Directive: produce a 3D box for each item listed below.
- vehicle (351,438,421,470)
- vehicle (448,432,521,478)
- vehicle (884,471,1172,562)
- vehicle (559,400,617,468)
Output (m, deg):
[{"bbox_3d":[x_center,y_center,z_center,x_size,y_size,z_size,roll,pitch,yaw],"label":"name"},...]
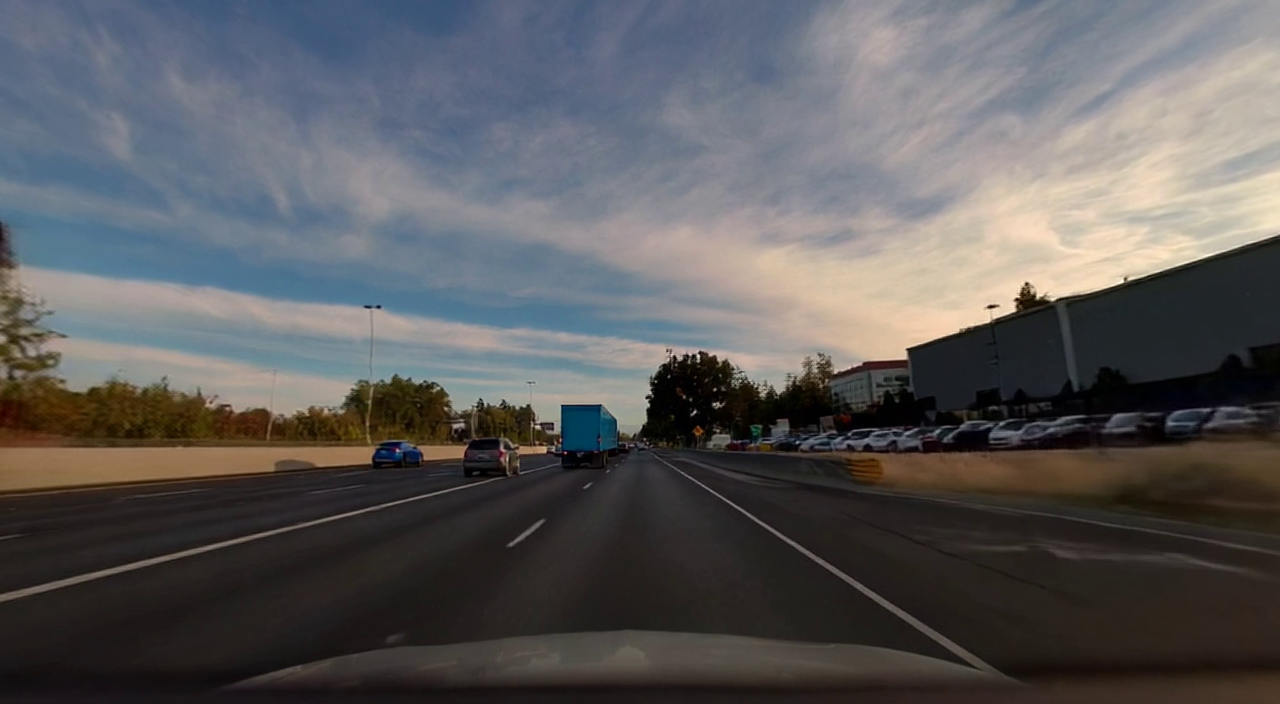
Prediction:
[{"bbox_3d":[-14.167,5.695,35.463,1.997,1.695,4.492,0,-8,1],"label":"vehicle"},{"bbox_3d":[-6.719,4.505,27.802,2.058,1.840,4.443,0,-8,0],"label":"vehicle"},{"bbox_3d":[5.452,2.345,9.451,2.295,0.969,3.132,0,-8,-1],"label":"vehicle"},{"bbox_3d":[-3.361,5.854,44.266,2.905,4.037,12.921,0,-8,0],"label":"vehicle"}]
